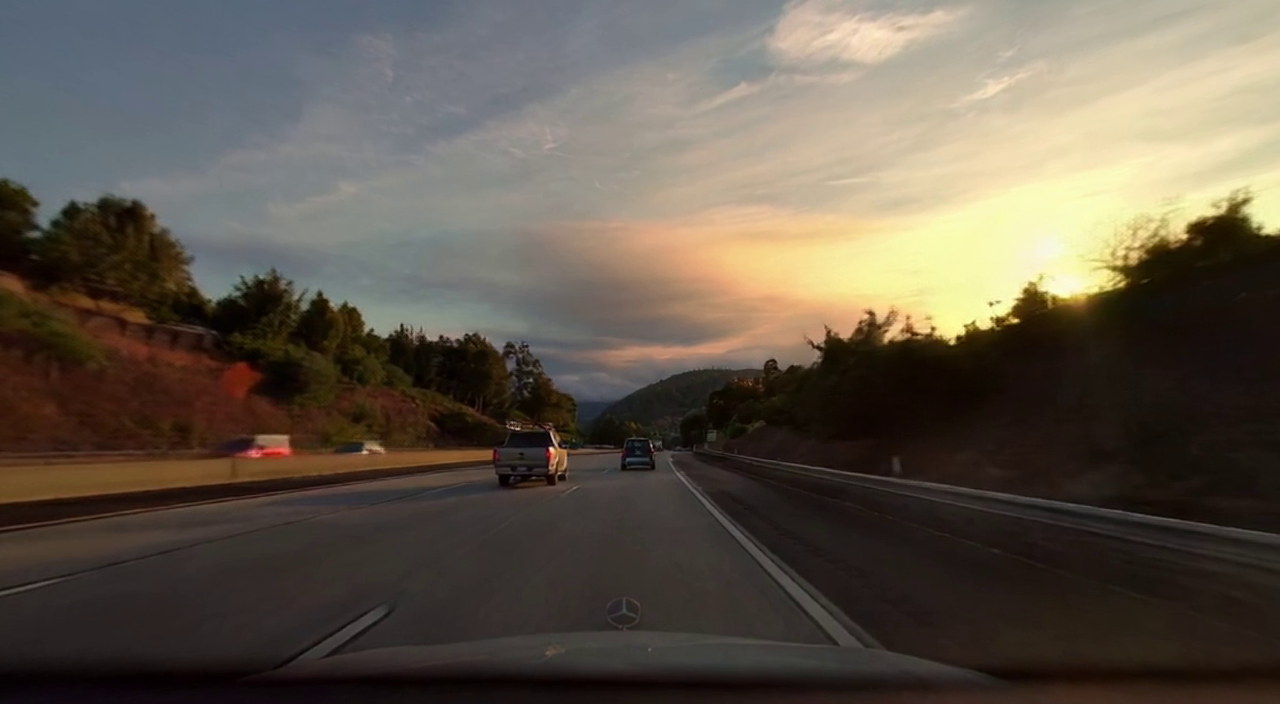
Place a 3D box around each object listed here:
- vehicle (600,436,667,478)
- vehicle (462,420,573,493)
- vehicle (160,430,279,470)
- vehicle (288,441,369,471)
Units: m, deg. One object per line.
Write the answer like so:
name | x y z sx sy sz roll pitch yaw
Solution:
vehicle | -0.184 4.650 28.150 2.715 1.669 5.163 0 -9 1
vehicle | -3.578 3.177 19.496 2.250 1.947 4.860 0 -9 2
vehicle | -21.083 4.959 31.948 2.111 1.825 5.567 0 -9 1
vehicle | -17.176 5.765 34.999 1.910 1.517 4.666 0 -9 2
